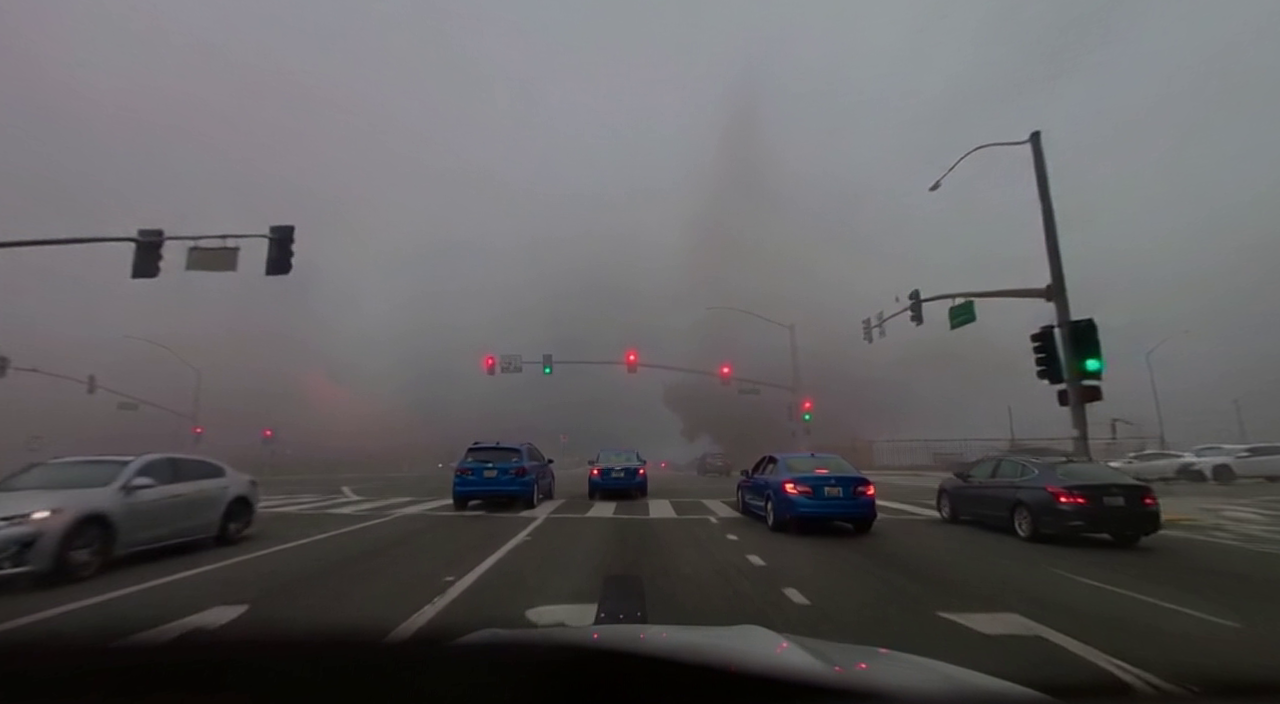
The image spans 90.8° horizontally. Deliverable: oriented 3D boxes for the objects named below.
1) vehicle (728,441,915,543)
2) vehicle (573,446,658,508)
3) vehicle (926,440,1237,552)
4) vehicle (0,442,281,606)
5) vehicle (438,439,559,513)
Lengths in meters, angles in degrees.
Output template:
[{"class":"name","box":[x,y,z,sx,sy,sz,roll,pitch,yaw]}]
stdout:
[{"class":"vehicle","box":[3.031,2.421,11.750,2.053,1.490,4.464,0,-8,-1]},{"class":"vehicle","box":[-0.602,3.346,17.513,2.065,1.464,4.216,0,-8,0]},{"class":"vehicle","box":[6.897,2.236,10.662,2.004,1.455,4.417,0,-8,-1]},{"class":"vehicle","box":[-6.719,1.763,7.206,2.032,1.448,5.500,0,-8,0]},{"class":"vehicle","box":[-3.415,3.071,16.220,2.073,1.606,4.364,0,-8,0]}]
